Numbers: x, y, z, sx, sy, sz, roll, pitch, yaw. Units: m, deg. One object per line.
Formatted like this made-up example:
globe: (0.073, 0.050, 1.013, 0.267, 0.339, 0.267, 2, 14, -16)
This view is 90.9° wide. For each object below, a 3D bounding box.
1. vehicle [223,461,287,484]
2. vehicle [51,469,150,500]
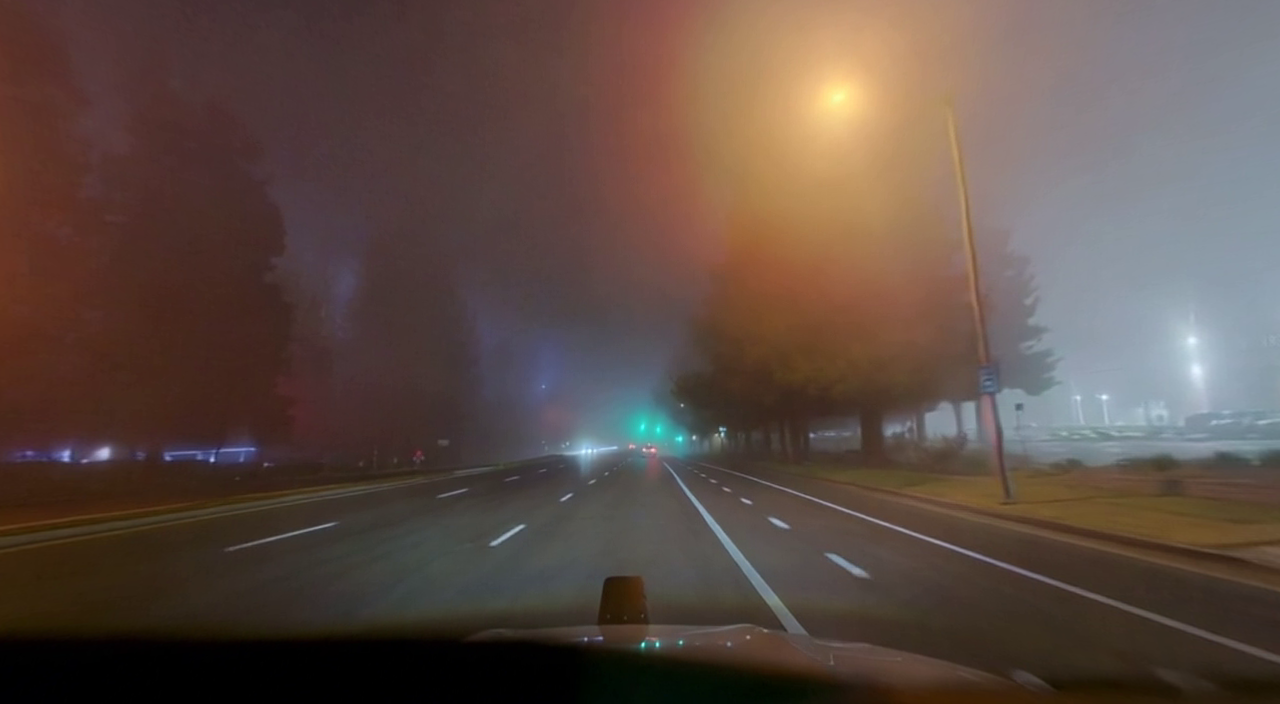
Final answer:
vehicle: (-29.818, 9.321, 48.968, 1.894, 1.552, 4.677, 0, -9, 2)
vehicle: (-29.867, 7.312, 35.072, 1.773, 1.468, 4.176, 0, -9, 0)
